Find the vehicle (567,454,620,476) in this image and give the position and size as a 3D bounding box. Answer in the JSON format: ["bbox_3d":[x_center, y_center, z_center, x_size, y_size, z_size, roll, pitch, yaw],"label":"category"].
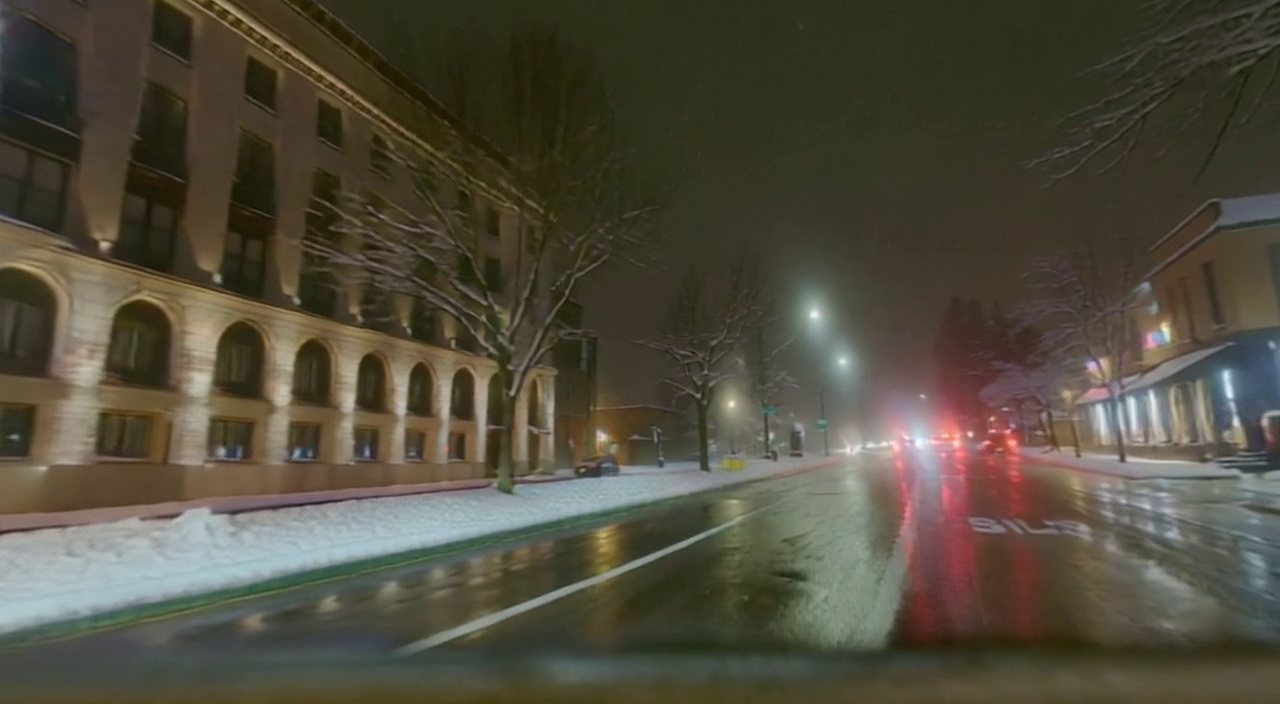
[{"bbox_3d":[-3.335,8.235,46.256,1.840,1.440,4.442,-7,-11,25],"label":"vehicle"}]

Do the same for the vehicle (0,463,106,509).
[{"bbox_3d":[-24.082,5.414,25.505,3.994,1.471,1.956,-2,-16,22],"label":"vehicle"}]

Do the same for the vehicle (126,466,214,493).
[{"bbox_3d":[-30.243,8.196,40.817,1.689,1.534,4.158,-9,-13,25],"label":"vehicle"}]
